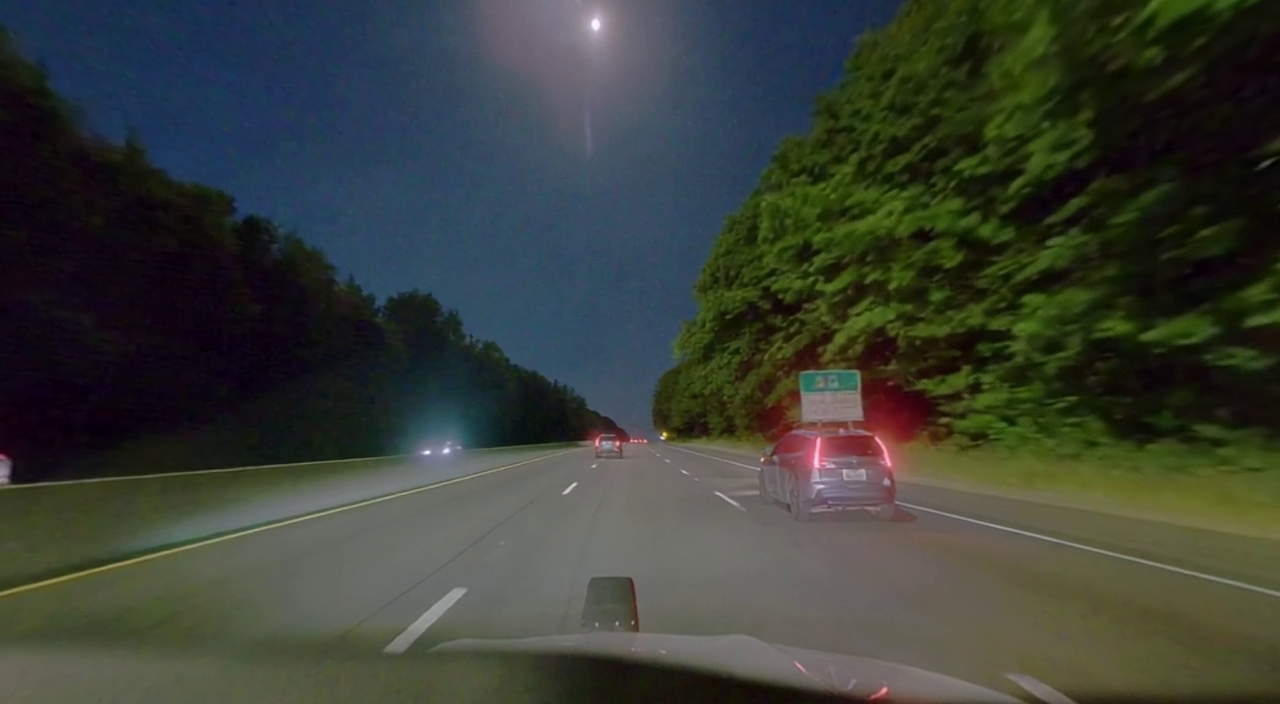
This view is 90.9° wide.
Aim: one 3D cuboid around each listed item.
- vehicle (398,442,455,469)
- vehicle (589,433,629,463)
[{"bbox_3d":[-12.241,5.934,36.399,1.826,1.407,4.273,0,-8,0],"label":"vehicle"},{"bbox_3d":[-1.741,5.600,37.012,2.094,1.653,4.283,0,-8,0],"label":"vehicle"}]
